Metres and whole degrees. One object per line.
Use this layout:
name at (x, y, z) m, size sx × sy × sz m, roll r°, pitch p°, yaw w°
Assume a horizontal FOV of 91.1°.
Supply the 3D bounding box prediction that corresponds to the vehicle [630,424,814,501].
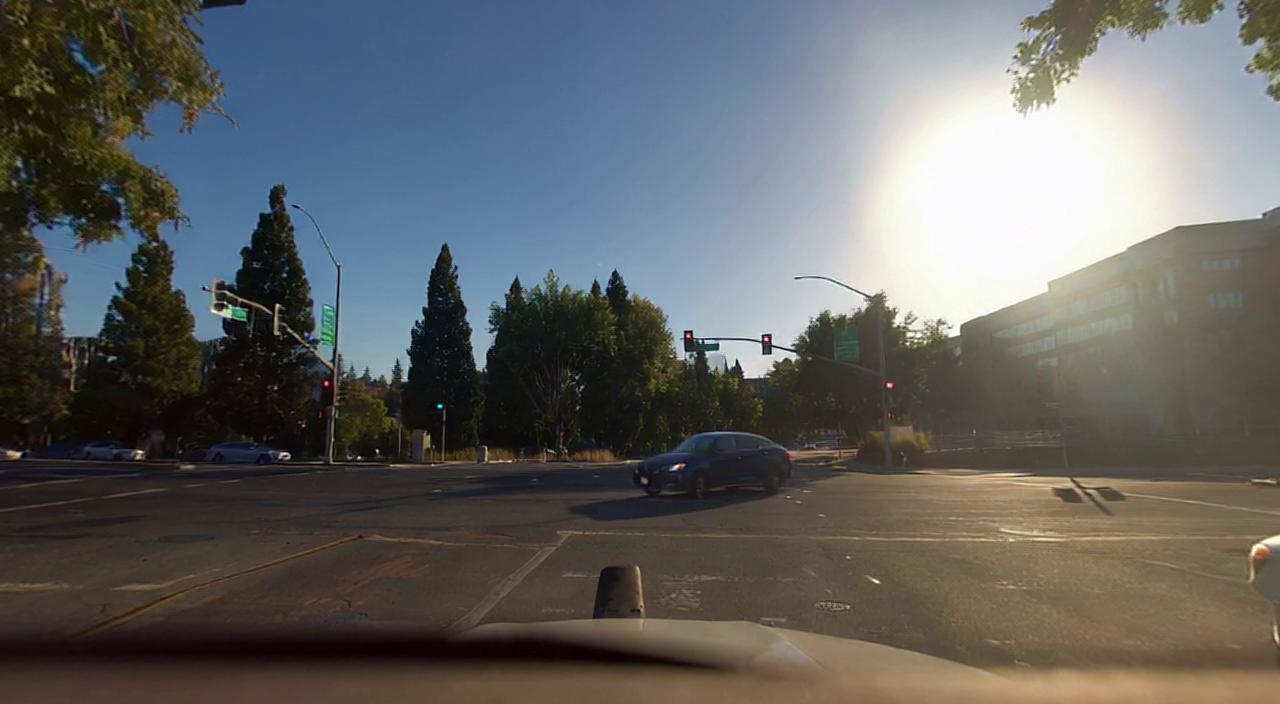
vehicle at (2.231, 2.898, 16.866) m, size 4.580 × 1.768 × 2.134 m, roll 5°, pitch -10°, yaw -32°

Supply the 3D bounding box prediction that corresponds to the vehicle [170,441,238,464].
vehicle at (-29.114, 6.698, 42.045) m, size 1.696 × 1.431 × 3.686 m, roll -1°, pitch -8°, yaw 3°
